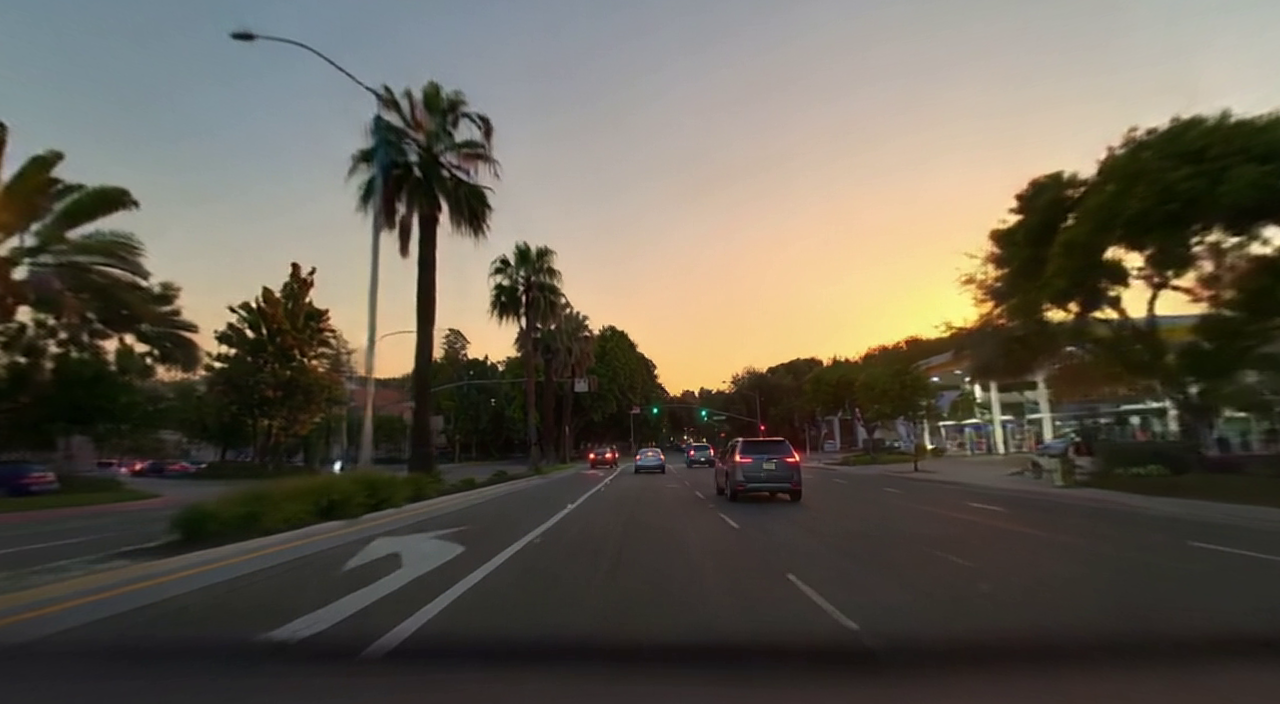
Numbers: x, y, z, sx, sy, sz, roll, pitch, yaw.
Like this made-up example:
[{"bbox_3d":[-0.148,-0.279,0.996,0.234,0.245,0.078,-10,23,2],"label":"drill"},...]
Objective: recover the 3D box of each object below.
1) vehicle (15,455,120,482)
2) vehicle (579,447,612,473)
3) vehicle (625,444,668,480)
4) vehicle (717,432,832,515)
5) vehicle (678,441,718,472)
[{"bbox_3d":[-36.025,7.305,39.733,4.667,1.620,2.004,0,-8,2],"label":"vehicle"},{"bbox_3d":[-2.800,6.948,40.801,1.788,1.600,4.298,0,-8,1],"label":"vehicle"},{"bbox_3d":[0.310,5.428,31.328,1.991,1.664,3.814,0,-8,0],"label":"vehicle"},{"bbox_3d":[3.118,2.881,15.446,1.872,1.752,3.896,0,-8,-1],"label":"vehicle"},{"bbox_3d":[3.803,6.934,42.098,2.154,1.975,4.634,0,-8,-1],"label":"vehicle"}]
